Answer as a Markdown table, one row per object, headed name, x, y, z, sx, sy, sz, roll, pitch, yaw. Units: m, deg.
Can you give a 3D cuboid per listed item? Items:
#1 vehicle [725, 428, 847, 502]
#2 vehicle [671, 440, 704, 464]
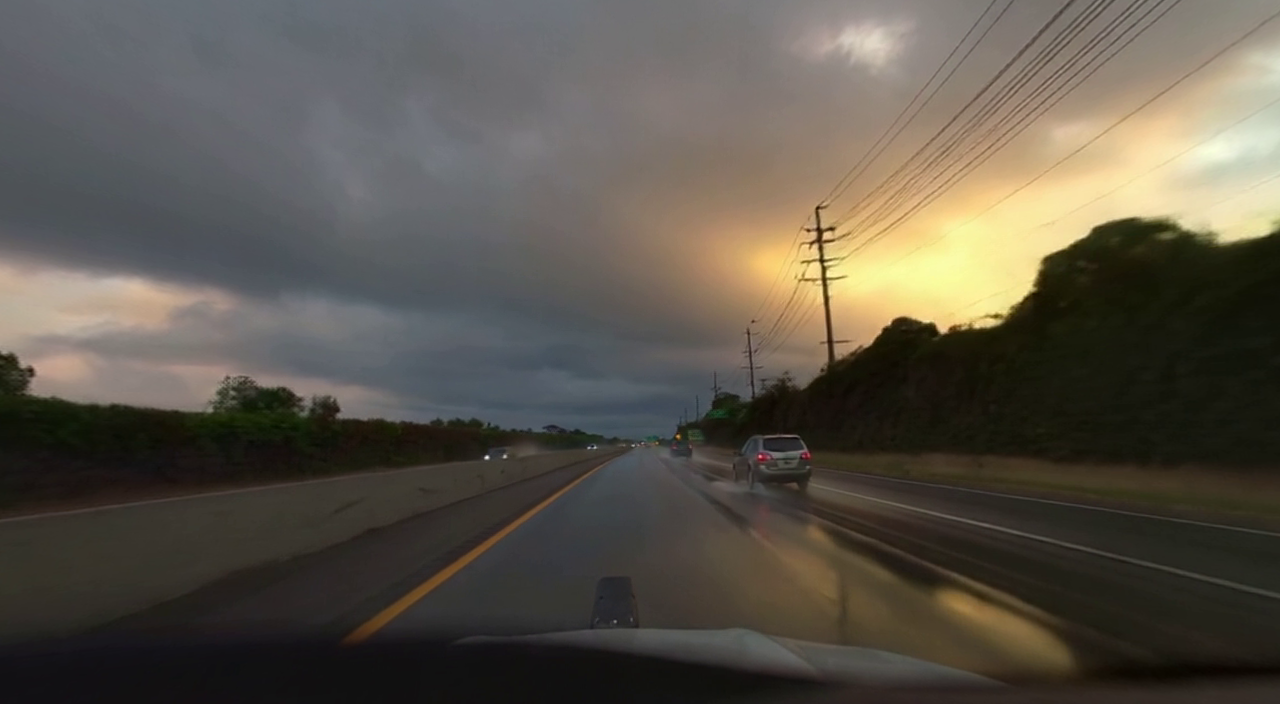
| name | x | y | z | sx | sy | sz | roll | pitch | yaw |
| --- | --- | --- | --- | --- | --- | --- | --- | --- | --- |
| vehicle | 3.523 | 2.807 | 16.139 | 1.977 | 1.581 | 4.428 | -1 | -8 | -1 |
| vehicle | 3.147 | 6.739 | 42.709 | 1.868 | 1.507 | 3.833 | -1 | -8 | -1 |
